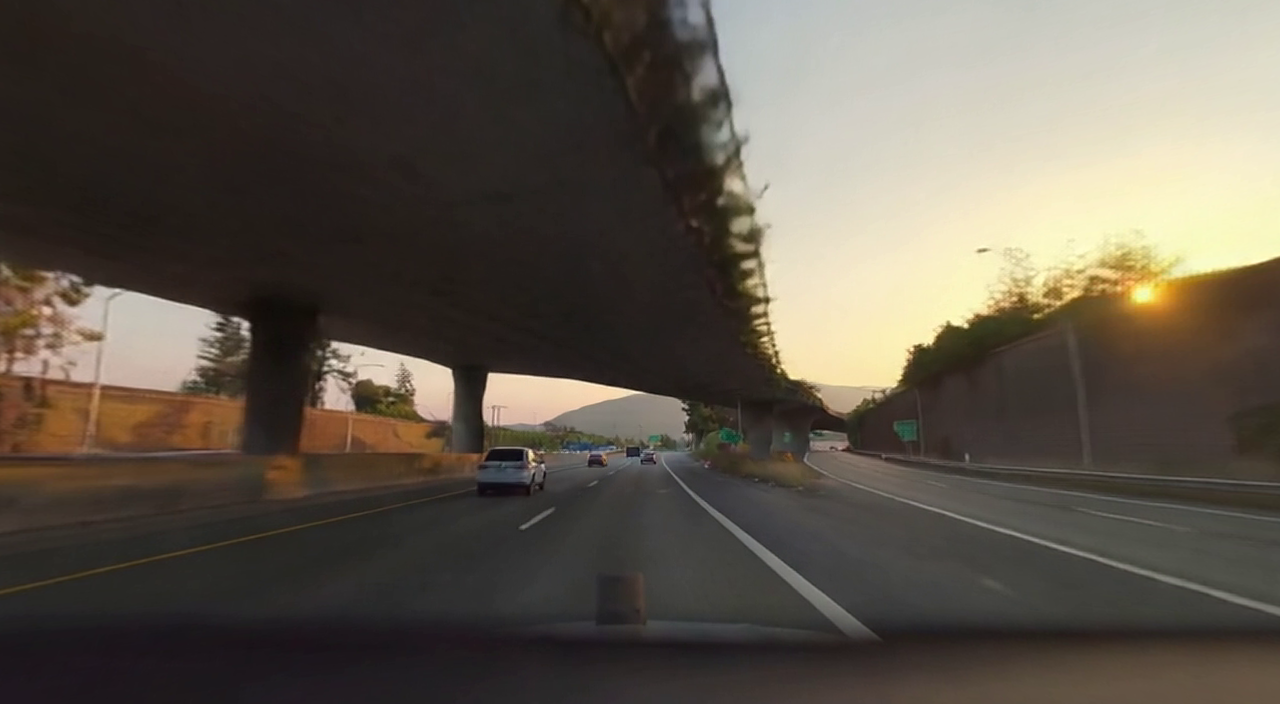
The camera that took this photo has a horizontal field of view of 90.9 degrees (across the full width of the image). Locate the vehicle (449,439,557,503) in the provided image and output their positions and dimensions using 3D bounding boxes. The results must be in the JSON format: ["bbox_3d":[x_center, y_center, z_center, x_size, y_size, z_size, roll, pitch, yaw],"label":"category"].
[{"bbox_3d":[-3.952,3.533,19.052,2.263,1.696,4.321,0,-9,0],"label":"vehicle"}]
